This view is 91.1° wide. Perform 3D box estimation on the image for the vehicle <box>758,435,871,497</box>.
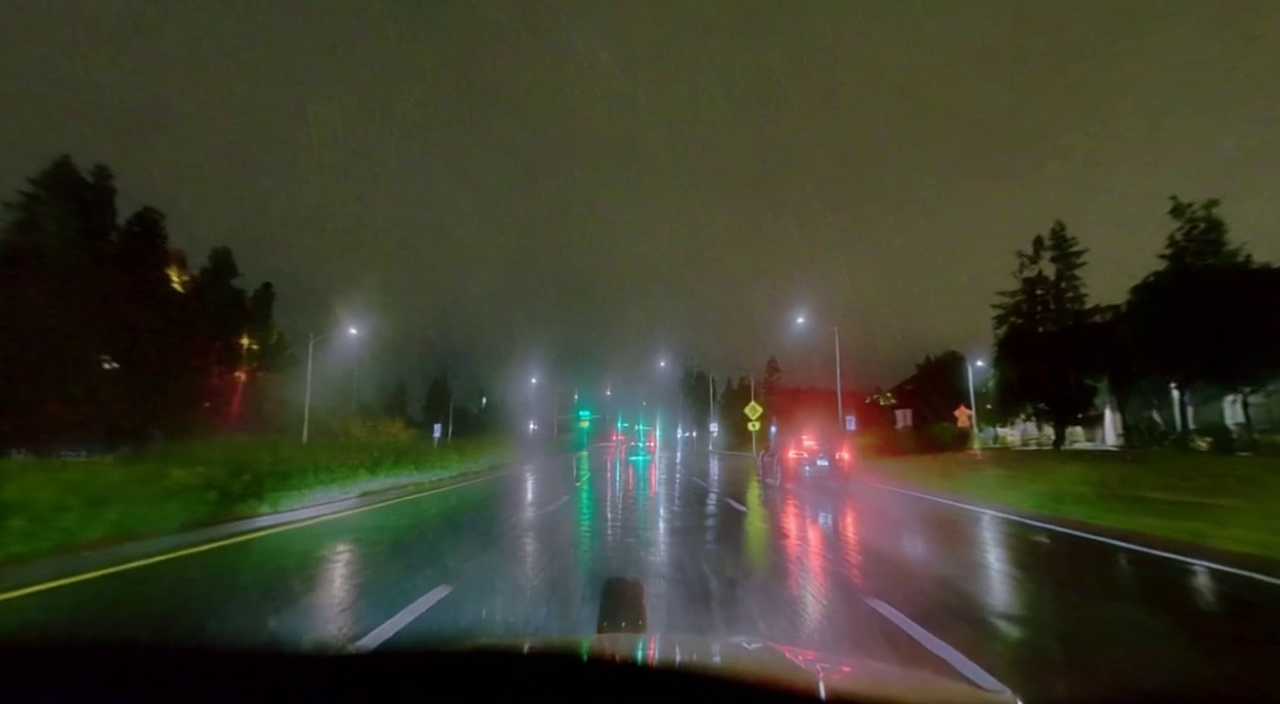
[{"bbox_3d":[4.746,3.151,17.796,1.913,1.516,4.322,0,-9,-1],"label":"vehicle"}]
